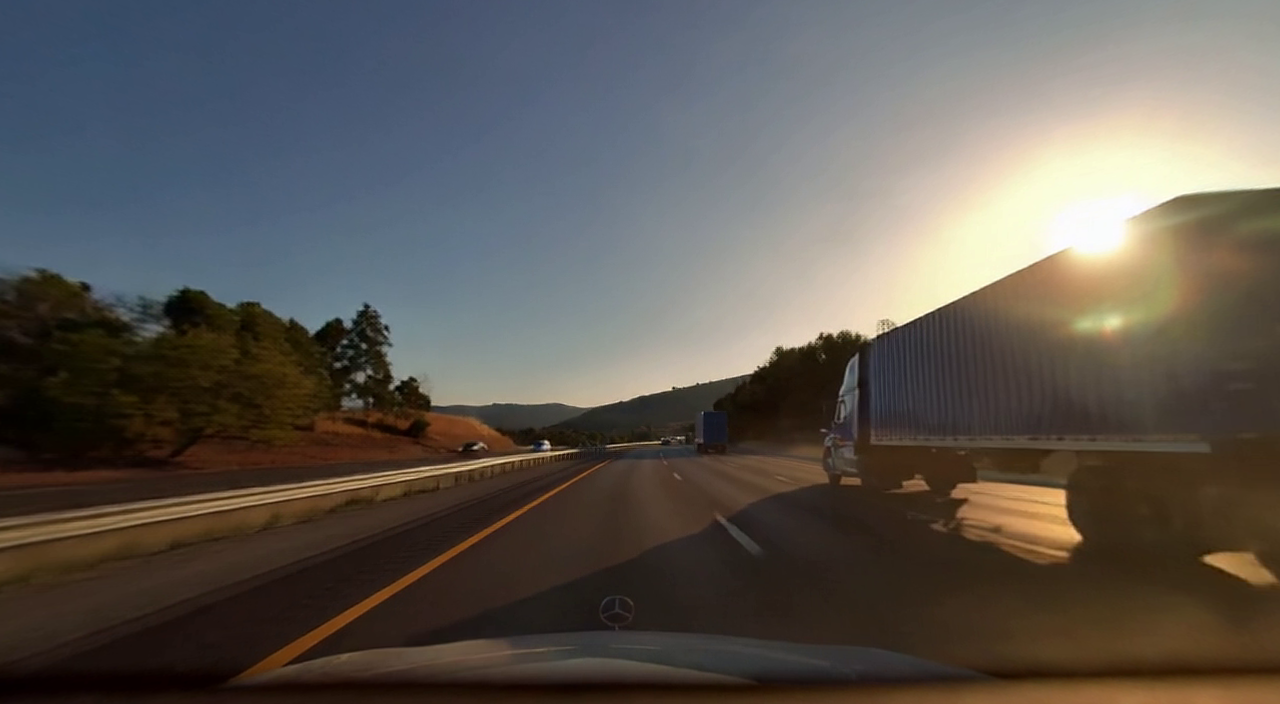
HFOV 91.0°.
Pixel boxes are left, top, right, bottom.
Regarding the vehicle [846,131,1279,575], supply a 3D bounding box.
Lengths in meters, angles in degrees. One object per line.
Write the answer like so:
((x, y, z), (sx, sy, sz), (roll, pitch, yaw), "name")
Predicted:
((7.374, 0.725, 10.862), (2.885, 4.075, 13.981), (0, -8, 0), "vehicle")
